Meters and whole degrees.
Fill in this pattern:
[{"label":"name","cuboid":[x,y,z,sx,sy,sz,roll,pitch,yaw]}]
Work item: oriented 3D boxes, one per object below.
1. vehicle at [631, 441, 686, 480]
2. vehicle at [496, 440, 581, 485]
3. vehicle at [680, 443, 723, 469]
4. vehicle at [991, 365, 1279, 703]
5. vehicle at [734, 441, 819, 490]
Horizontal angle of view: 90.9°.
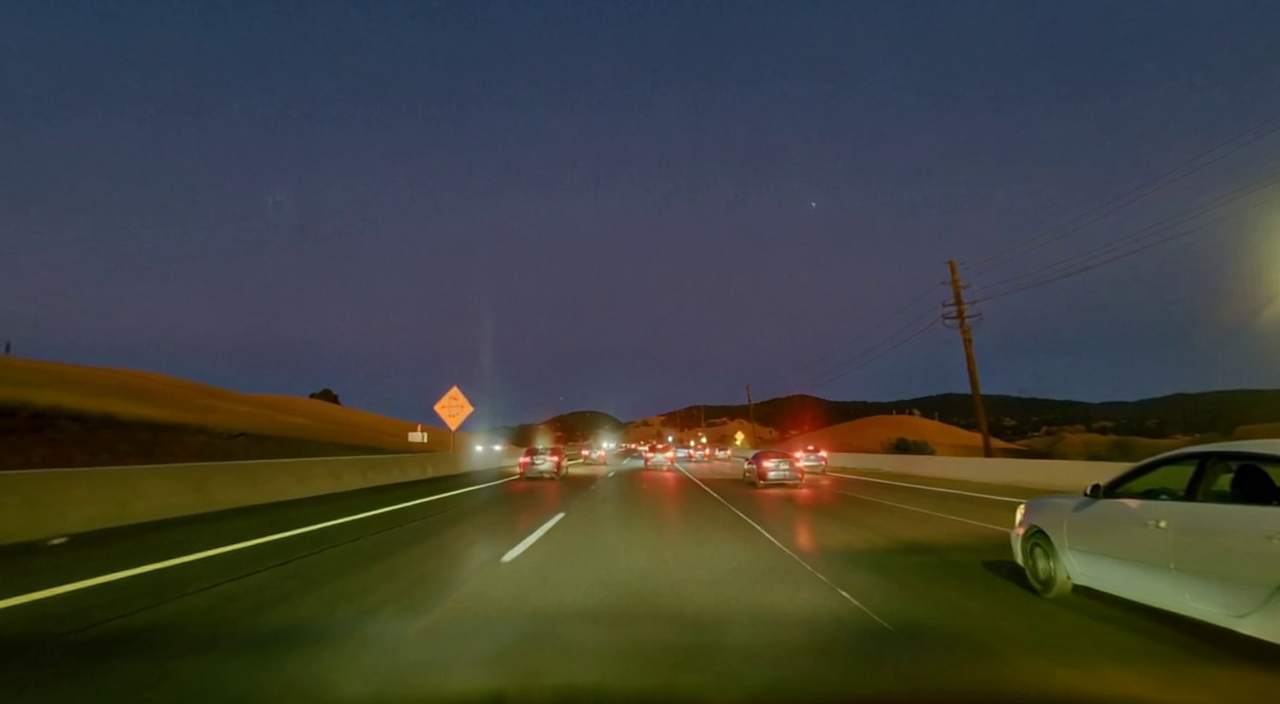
[{"label":"vehicle","cuboid":[0.738,4.568,26.905,2.138,1.473,4.392,0,-8,0]},{"label":"vehicle","cuboid":[-3.521,3.927,22.740,2.232,1.438,4.163,-1,-8,2]},{"label":"vehicle","cuboid":[3.693,6.329,38.469,2.177,1.453,4.205,0,-8,0]},{"label":"vehicle","cuboid":[3.857,0.885,2.734,2.018,1.670,4.658,0,-8,1]},{"label":"vehicle","cuboid":[4.544,3.822,21.589,1.867,1.465,4.093,0,-8,-2]}]
